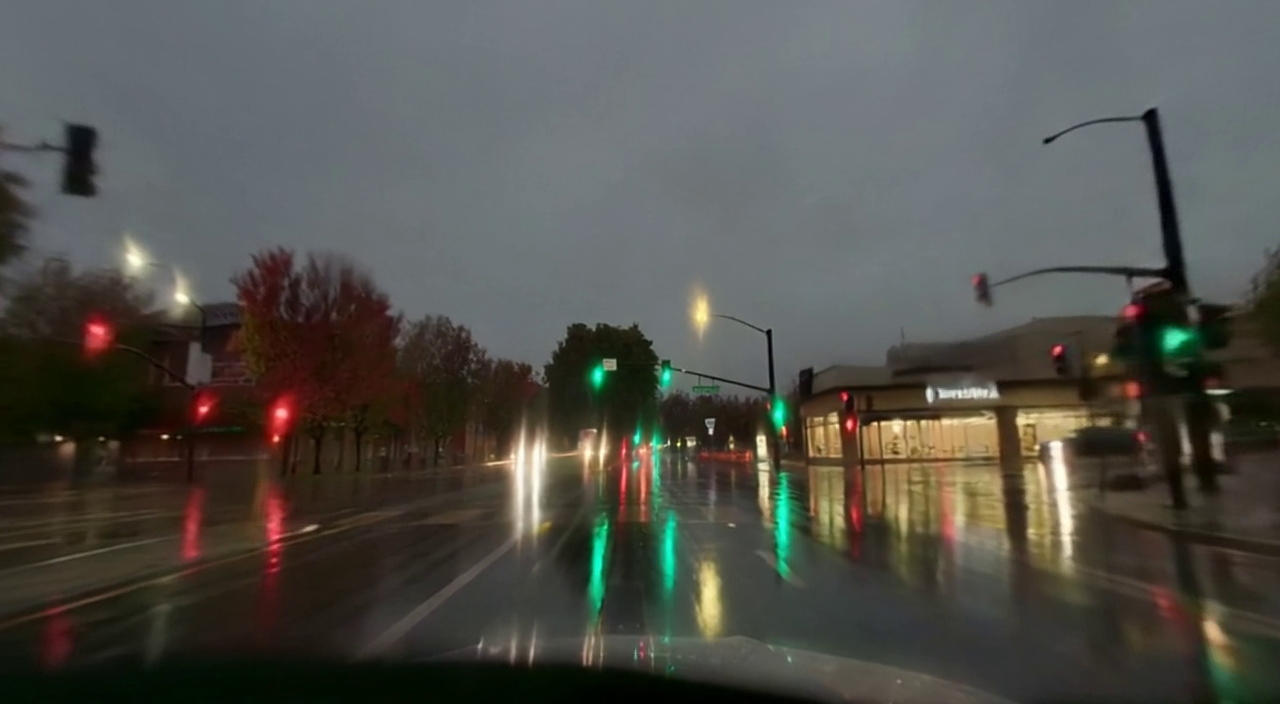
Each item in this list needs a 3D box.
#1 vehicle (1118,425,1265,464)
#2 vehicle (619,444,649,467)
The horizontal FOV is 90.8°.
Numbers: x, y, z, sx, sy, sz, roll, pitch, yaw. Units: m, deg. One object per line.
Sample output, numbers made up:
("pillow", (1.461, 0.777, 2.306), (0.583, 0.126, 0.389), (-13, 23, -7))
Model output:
("vehicle", (26.427, 4.444, 30.417), (4.922, 1.746, 2.341), (0, -9, -3))
("vehicle", (-0.465, 7.420, 45.469), (2.045, 1.510, 3.690), (0, -9, -1))
